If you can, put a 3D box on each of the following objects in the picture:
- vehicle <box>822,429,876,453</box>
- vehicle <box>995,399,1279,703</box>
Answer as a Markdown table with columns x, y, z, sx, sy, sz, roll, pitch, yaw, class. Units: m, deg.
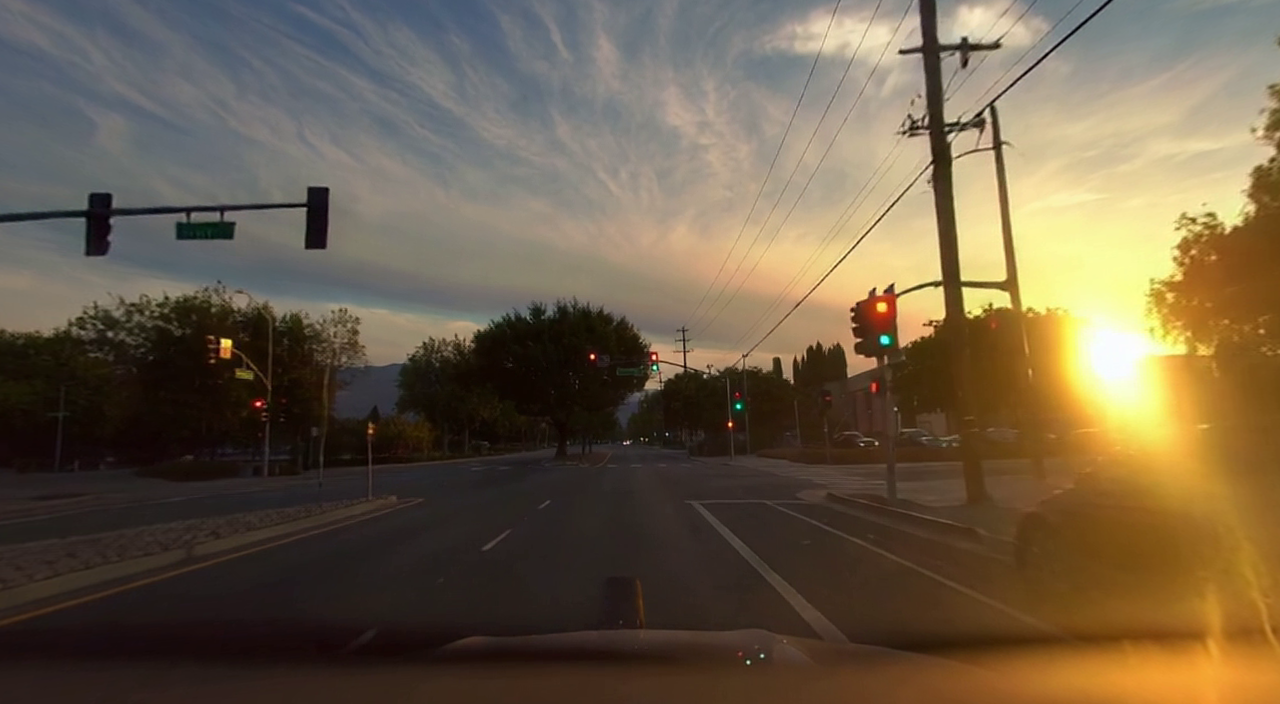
| x | y | z | sx | sy | sz | roll | pitch | yaw | class |
| --- | --- | --- | --- | --- | --- | --- | --- | --- | --- |
| 14.934 | 6.413 | 45.463 | 1.959 | 1.471 | 4.570 | -4 | -8 | -4 | vehicle |
| 3.994 | 0.979 | 3.005 | 1.961 | 1.497 | 4.415 | 0 | -9 | -1 | vehicle |
